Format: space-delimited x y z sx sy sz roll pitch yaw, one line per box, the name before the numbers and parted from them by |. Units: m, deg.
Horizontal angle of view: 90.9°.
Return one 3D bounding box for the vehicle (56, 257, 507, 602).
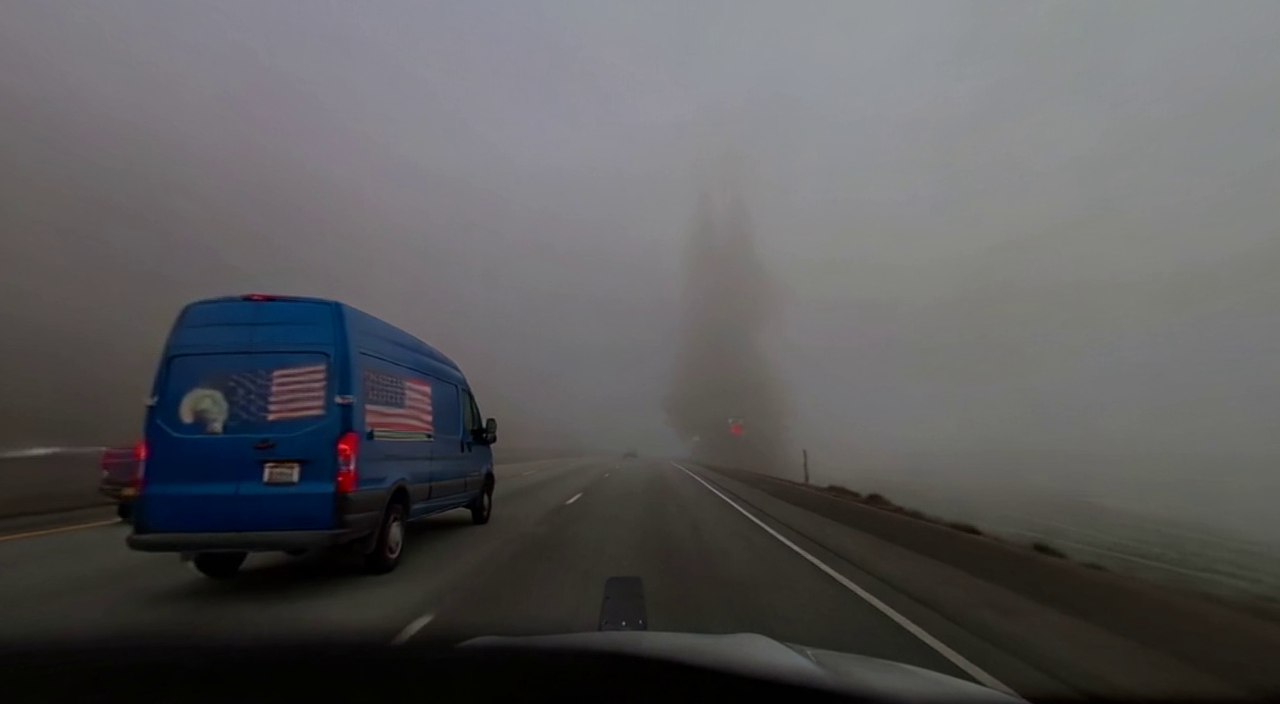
vehicle | -3.558 1.014 8.126 2.319 2.883 5.632 0 -8 1
